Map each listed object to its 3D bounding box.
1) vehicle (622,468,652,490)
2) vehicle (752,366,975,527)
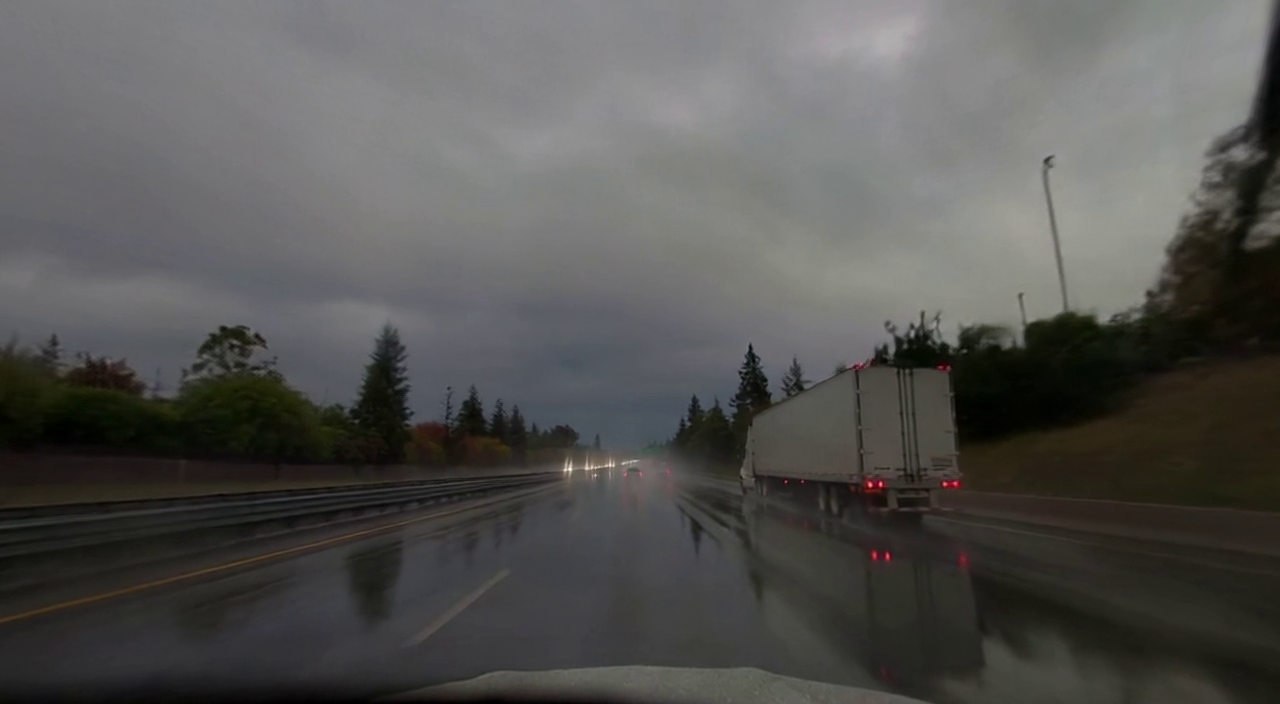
[{"bbox_3d":[-0.264,8.974,44.808,2.029,1.459,3.684,1,-10,-1],"label":"vehicle"},{"bbox_3d":[6.877,3.634,22.957,2.926,4.073,13.836,1,-10,-1],"label":"vehicle"}]
